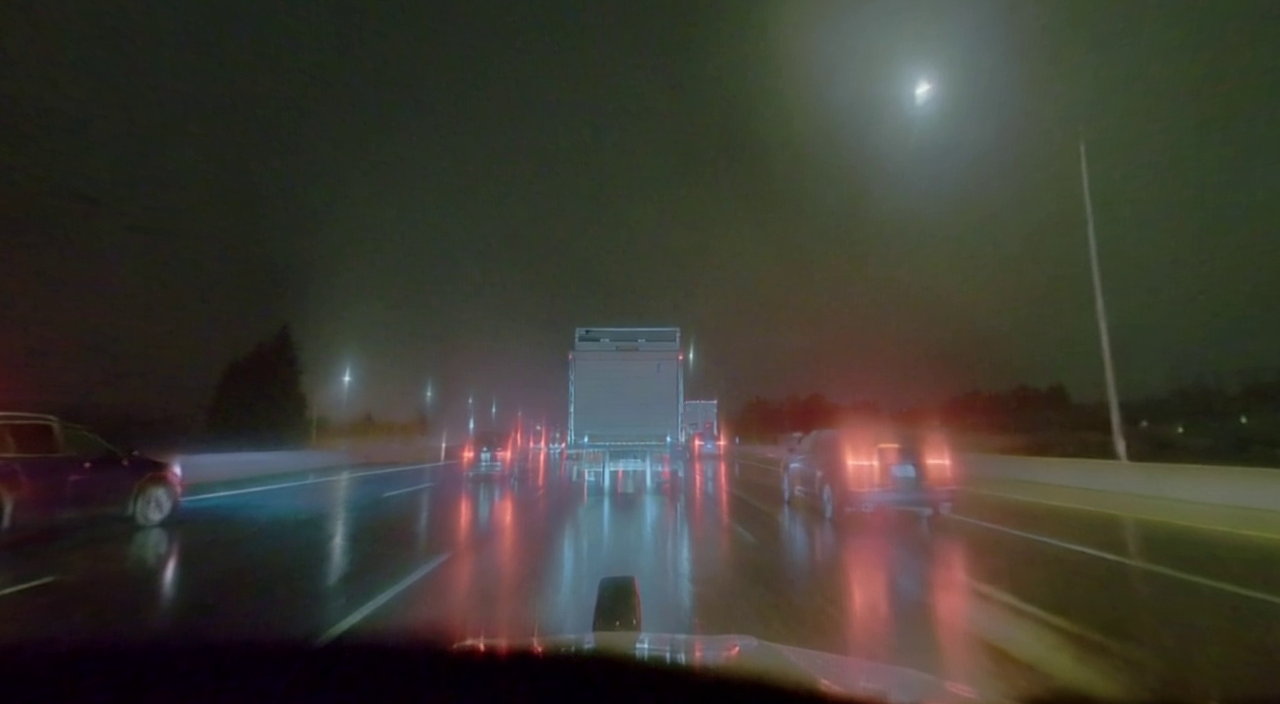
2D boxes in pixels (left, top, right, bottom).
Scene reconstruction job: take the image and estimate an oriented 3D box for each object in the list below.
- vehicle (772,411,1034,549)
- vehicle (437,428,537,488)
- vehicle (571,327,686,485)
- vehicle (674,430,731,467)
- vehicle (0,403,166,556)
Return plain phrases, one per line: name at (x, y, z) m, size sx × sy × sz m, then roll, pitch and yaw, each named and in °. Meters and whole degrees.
vehicle at (3.419, 1.724, 9.222) m, size 1.945 × 1.529 × 4.129 m, roll 0°, pitch -8°, yaw -2°
vehicle at (-4.143, 2.910, 17.675) m, size 1.882 × 1.493 × 3.828 m, roll 0°, pitch -8°, yaw -1°
vehicle at (-0.475, 2.023, 21.138) m, size 2.938 × 4.033 × 9.980 m, roll 0°, pitch -8°, yaw -2°
vehicle at (2.671, 4.260, 27.977) m, size 1.976 × 1.513 × 4.065 m, roll 0°, pitch -8°, yaw -2°
vehicle at (-7.929, 1.429, 7.136) m, size 1.944 × 1.653 × 4.097 m, roll 0°, pitch -8°, yaw -1°
